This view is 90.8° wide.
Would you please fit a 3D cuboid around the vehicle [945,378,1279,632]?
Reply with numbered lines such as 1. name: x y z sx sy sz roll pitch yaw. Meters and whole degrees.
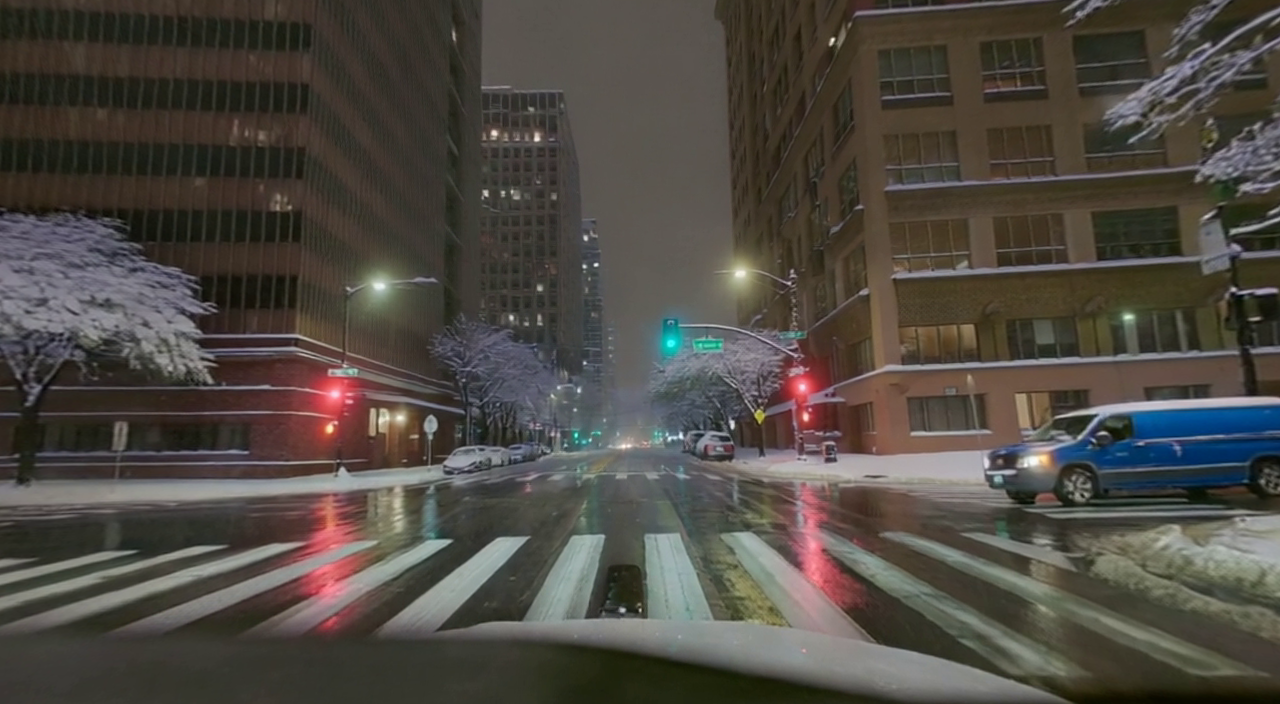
1. vehicle: 5.595 1.435 6.896 2.070 1.804 4.881 0 -8 0

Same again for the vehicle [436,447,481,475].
1. vehicle: -12.414 7.451 43.419 1.935 1.639 4.244 -3 -8 -2
